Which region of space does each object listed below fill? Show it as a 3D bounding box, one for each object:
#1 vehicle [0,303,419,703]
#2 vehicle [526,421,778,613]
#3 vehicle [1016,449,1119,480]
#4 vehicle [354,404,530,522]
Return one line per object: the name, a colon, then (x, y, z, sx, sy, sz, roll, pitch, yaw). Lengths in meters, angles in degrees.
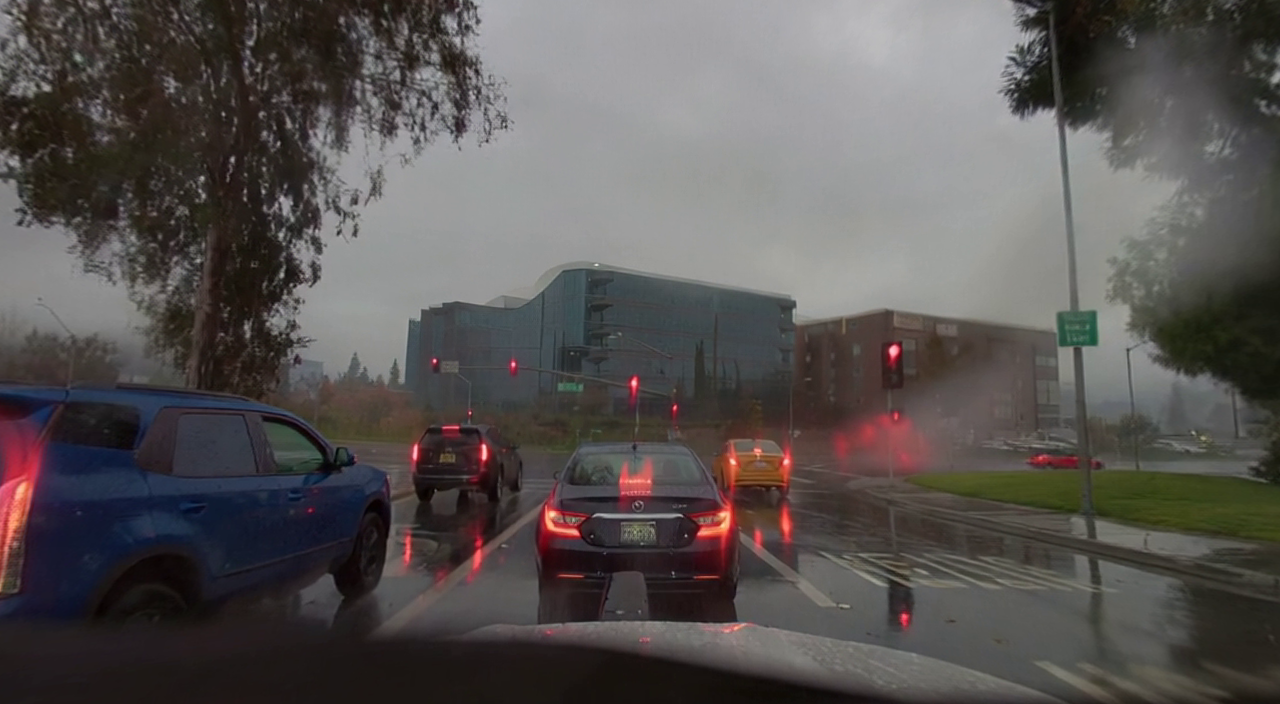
vehicle: (-3.142, 1.014, 4.142, 1.924, 1.737, 4.387, 0, -8, -2)
vehicle: (-0.061, 1.629, 7.275, 2.001, 1.483, 4.442, 0, -8, -4)
vehicle: (26.991, 7.095, 40.041, 4.874, 1.854, 2.230, 0, -8, -1)
vehicle: (-3.874, 2.313, 13.689, 2.305, 1.984, 5.586, 0, -8, -4)
